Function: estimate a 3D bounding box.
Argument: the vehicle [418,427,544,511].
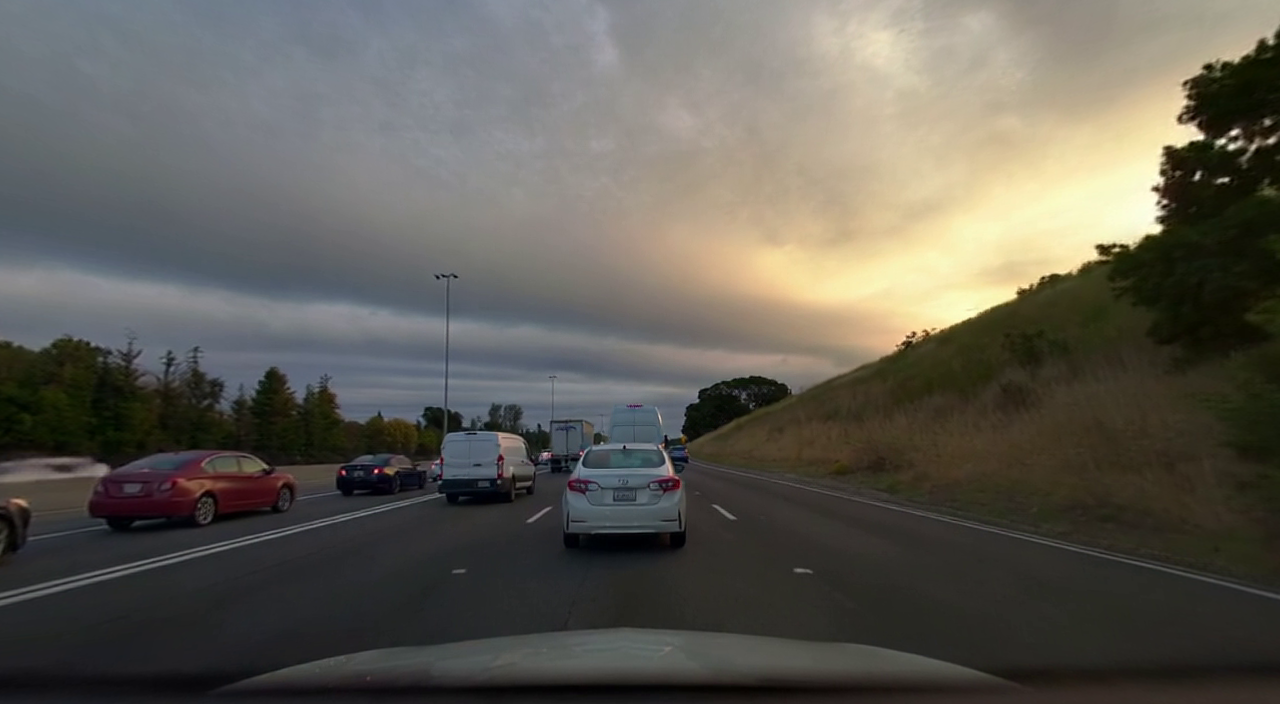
[{"bbox_3d":[-4.071,3.095,17.088,2.055,1.913,4.584,-1,-9,2],"label":"vehicle"}]

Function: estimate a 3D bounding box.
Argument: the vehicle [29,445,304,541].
[{"bbox_3d":[-8.711,2.585,12.260,1.884,1.484,4.389,-1,-9,1],"label":"vehicle"}]

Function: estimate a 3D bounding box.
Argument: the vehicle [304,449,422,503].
[{"bbox_3d":[-8.396,3.767,19.558,1.826,1.465,3.916,-1,-9,1],"label":"vehicle"}]

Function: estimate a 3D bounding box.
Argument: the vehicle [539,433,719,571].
[{"bbox_3d":[-0.146,1.939,8.786,1.995,1.495,3.380,0,-9,-1],"label":"vehicle"}]
